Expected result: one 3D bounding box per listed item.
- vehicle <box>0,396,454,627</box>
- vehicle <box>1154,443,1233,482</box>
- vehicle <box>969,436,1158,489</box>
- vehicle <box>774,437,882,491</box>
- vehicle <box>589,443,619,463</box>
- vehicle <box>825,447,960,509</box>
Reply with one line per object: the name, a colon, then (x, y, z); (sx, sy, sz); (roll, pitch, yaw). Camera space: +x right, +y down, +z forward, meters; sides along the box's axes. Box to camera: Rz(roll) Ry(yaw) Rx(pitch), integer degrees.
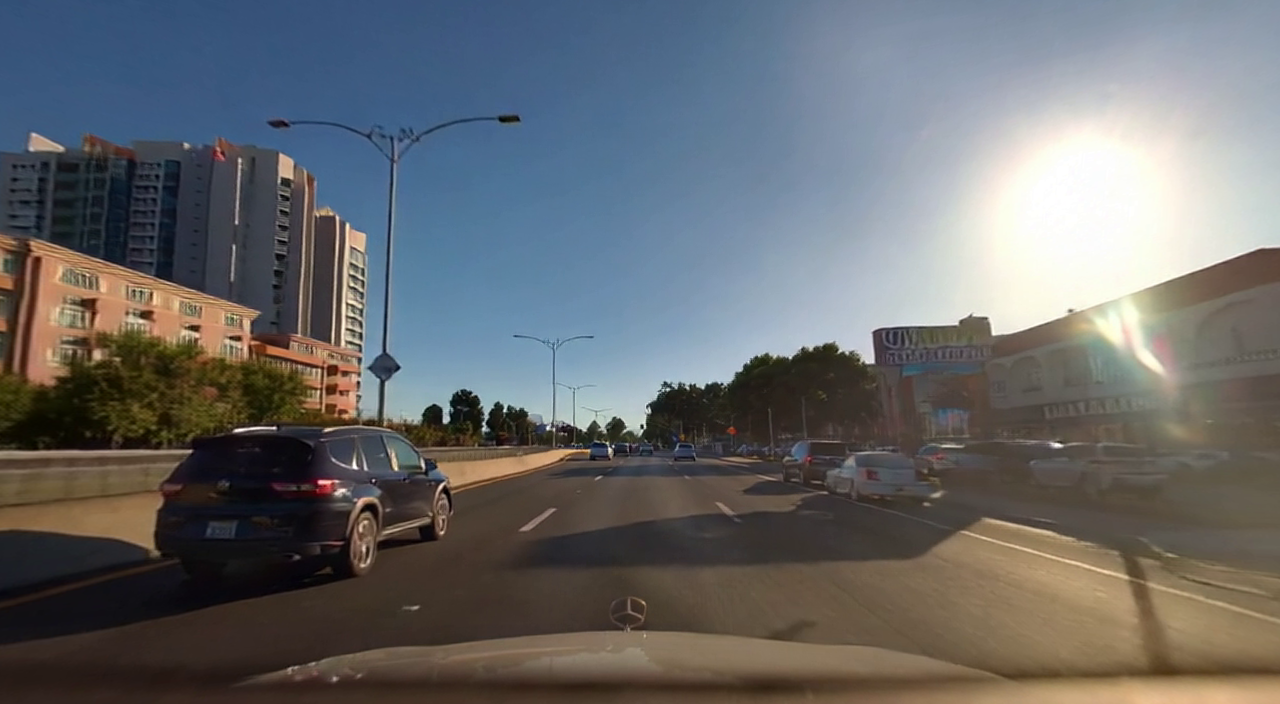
vehicle: (-3.552, 1.429, 6.545); (1.983, 1.635, 3.957); (0, -8, 1)
vehicle: (26.395, 5.191, 30.000); (4.673, 1.696, 1.922); (7, -11, -39)
vehicle: (15.208, 3.934, 22.875); (5.326, 1.690, 2.007); (-8, -11, 42)
vehicle: (6.913, 4.178, 24.073); (2.335, 1.790, 5.991); (0, -8, 1)
vehicle: (-2.705, 7.760, 48.711); (2.005, 1.446, 4.265); (0, -8, 1)
vehicle: (6.710, 3.361, 17.372); (1.888, 1.425, 4.547); (0, -8, 1)
